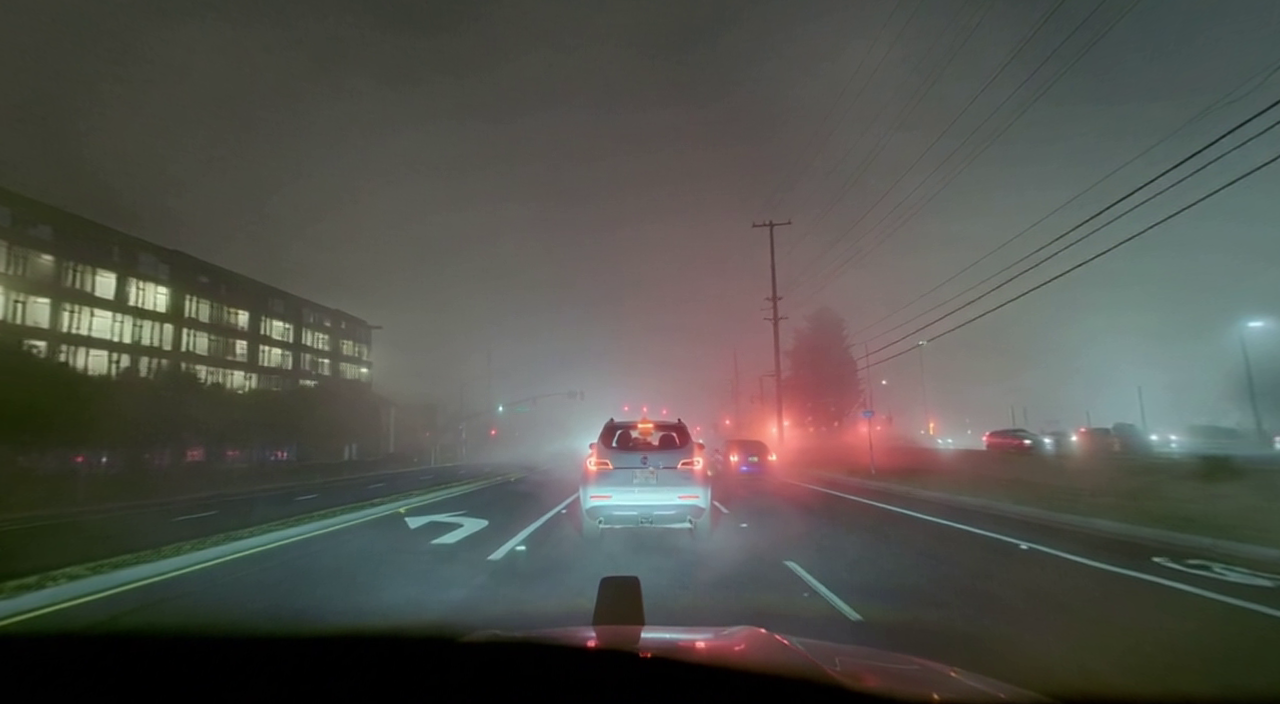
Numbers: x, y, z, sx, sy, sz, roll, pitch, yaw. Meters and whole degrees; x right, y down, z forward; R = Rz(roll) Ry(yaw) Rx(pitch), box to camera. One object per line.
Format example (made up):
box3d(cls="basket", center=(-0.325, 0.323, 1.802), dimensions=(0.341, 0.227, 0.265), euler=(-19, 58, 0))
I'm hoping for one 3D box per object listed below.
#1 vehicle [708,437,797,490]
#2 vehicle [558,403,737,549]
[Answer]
box3d(cls="vehicle", center=(3.394, 3.481, 20.035), dimensions=(1.990, 1.482, 4.575), euler=(0, -9, 0))
box3d(cls="vehicle", center=(0.096, 1.852, 10.011), dimensions=(2.189, 1.776, 4.342), euler=(0, -9, 0))
